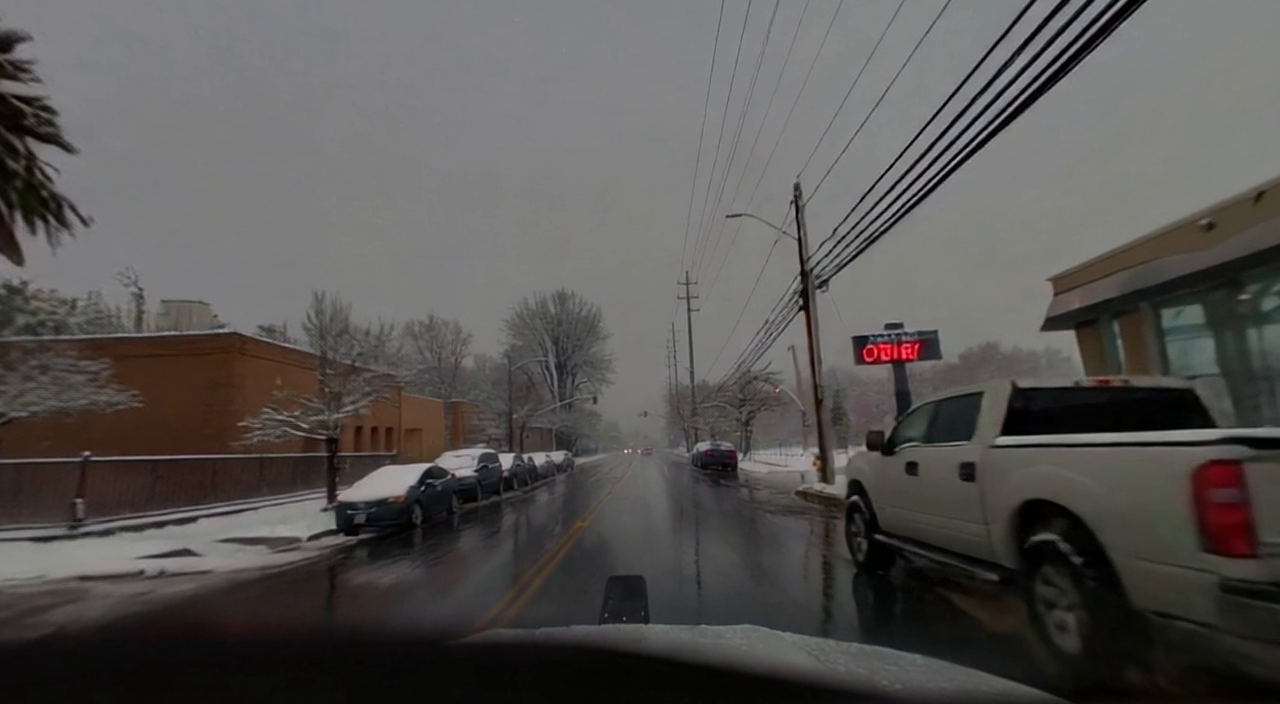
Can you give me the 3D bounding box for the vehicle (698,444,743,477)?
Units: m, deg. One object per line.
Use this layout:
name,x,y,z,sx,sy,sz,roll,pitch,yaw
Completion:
vehicle,4.184,5.725,33.542,1.948,1.607,4.873,0,-9,2

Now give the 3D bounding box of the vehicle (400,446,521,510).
vehicle,-5.663,4.032,20.753,2.286,1.836,5.088,0,-9,2

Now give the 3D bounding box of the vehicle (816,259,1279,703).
vehicle,3.592,1.166,5.202,2.485,2.123,6.029,0,-9,0

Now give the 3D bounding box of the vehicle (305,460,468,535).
vehicle,-5.881,3.413,15.380,1.982,1.453,4.577,0,-9,1

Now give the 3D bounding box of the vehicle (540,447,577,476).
vehicle,-5.527,7.537,43.536,2.126,1.864,4.831,0,-9,-3
